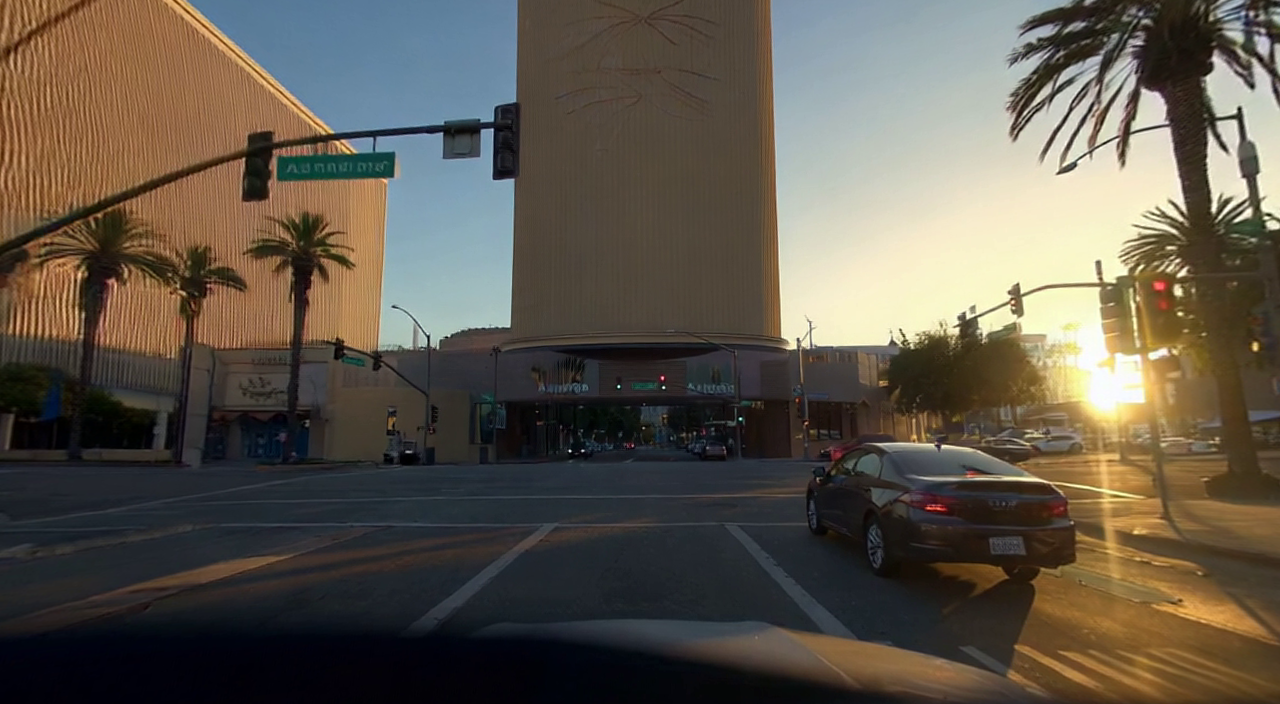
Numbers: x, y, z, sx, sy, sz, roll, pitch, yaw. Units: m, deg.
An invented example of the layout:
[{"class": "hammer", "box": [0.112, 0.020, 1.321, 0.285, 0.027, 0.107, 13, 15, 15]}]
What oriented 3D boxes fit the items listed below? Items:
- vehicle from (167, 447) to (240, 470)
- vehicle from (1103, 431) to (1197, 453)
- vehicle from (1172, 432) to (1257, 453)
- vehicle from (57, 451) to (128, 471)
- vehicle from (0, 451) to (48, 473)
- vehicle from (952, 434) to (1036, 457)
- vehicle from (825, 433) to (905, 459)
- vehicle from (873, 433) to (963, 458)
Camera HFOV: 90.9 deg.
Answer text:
[{"class": "vehicle", "box": [-33.222, 8.089, 48.014, 4.136, 1.661, 1.857, 0, -8, 0]}, {"class": "vehicle", "box": [33.598, 5.941, 41.568, 4.567, 1.458, 1.791, 0, -8, 0]}, {"class": "vehicle", "box": [42.118, 6.643, 46.283, 4.437, 1.469, 1.811, 0, -8, 0]}, {"class": "vehicle", "box": [-41.719, 8.300, 48.028, 3.698, 1.467, 1.779, 0, -8, 0]}, {"class": "vehicle", "box": [-48.041, 8.389, 48.156, 3.786, 1.555, 1.702, 0, -8, 2]}, {"class": "vehicle", "box": [23.532, 6.211, 41.989, 4.423, 1.465, 1.798, 0, -8, 0]}, {"class": "vehicle", "box": [15.026, 6.291, 42.236, 4.648, 1.665, 1.910, 0, -8, -1]}, {"class": "vehicle", "box": [16.920, 5.727, 38.485, 4.684, 1.461, 1.777, 0, -8, -1]}]
